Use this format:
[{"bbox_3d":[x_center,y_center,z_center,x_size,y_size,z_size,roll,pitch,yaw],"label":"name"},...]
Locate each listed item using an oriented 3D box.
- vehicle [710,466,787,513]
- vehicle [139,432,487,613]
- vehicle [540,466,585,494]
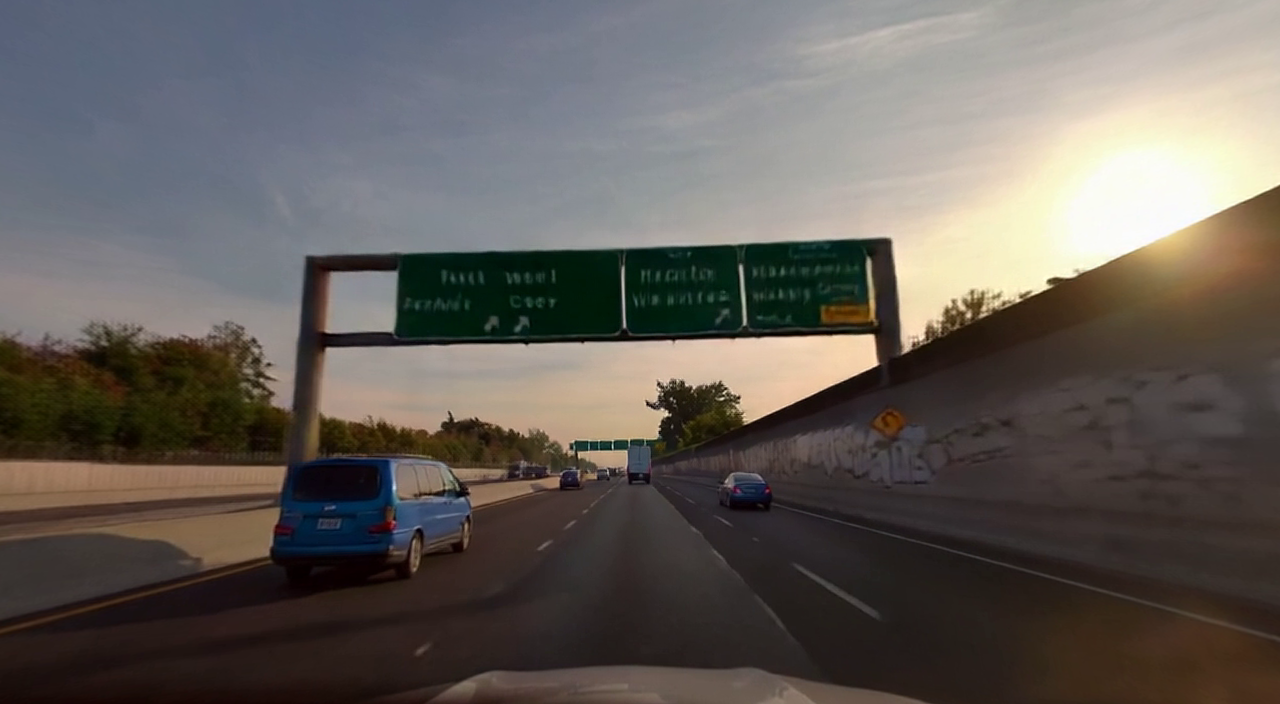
[{"bbox_3d":[3.742,4.841,22.485,1.917,1.458,4.199,1,-11,-2],"label":"vehicle"},{"bbox_3d":[-3.518,1.968,8.037,2.004,1.610,4.508,1,-11,0],"label":"vehicle"},{"bbox_3d":[-4.397,7.332,36.281,2.054,1.443,4.131,1,-11,0],"label":"vehicle"}]
